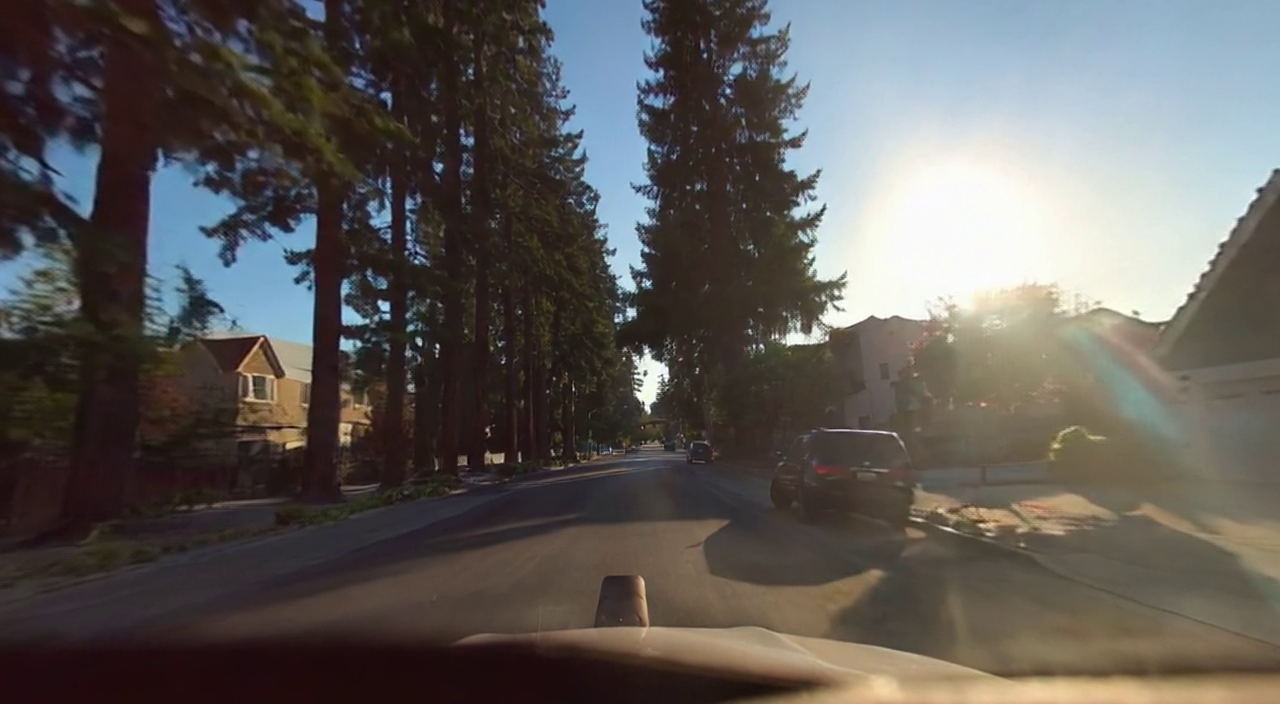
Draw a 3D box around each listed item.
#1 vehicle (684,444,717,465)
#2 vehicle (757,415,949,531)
[{"bbox_3d":[4.395,7.519,46.557,2.013,1.473,4.329,0,-9,0],"label":"vehicle"},{"bbox_3d":[3.641,2.172,11.859,2.055,1.738,4.448,0,-9,0],"label":"vehicle"}]
